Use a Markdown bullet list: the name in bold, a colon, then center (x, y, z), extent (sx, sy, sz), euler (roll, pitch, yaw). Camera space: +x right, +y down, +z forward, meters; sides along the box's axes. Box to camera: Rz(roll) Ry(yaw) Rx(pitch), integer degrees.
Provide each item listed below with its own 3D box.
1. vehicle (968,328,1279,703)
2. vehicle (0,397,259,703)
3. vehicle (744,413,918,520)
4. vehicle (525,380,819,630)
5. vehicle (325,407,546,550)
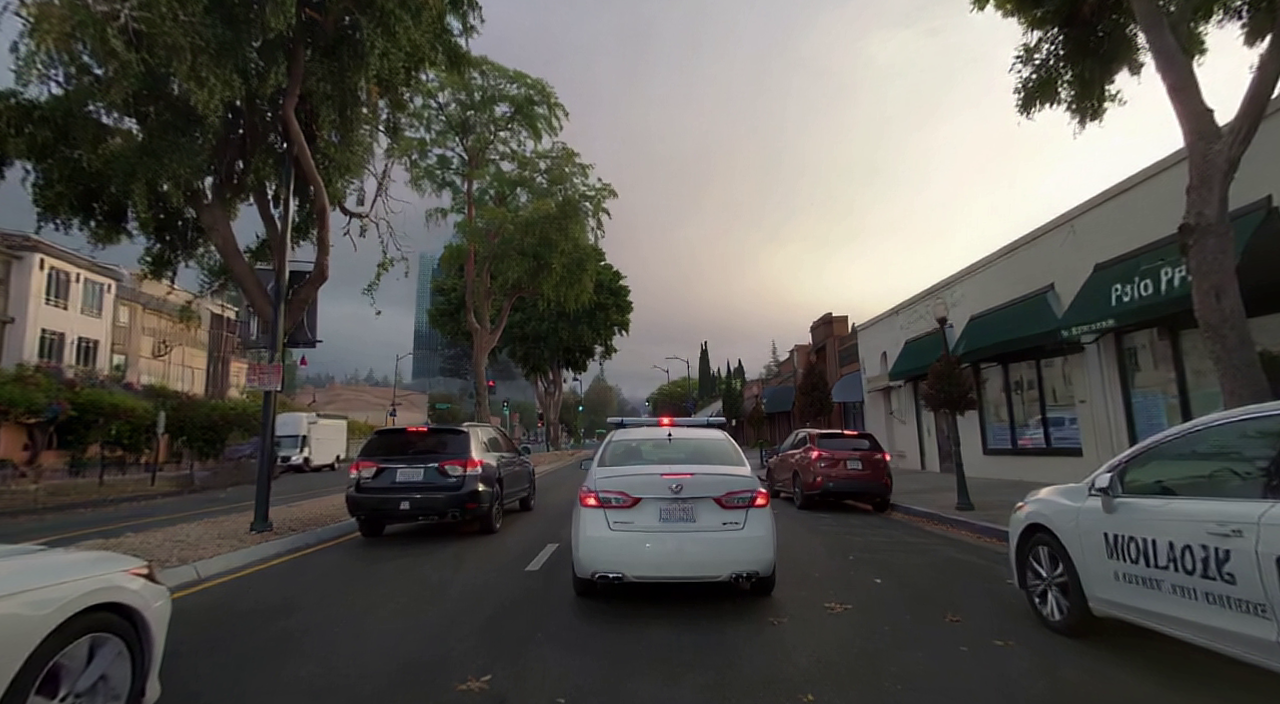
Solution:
- **vehicle**: center (4.067, 0.900, 3.288), extent (1.987, 1.877, 5.330), euler (2, -8, 2)
- **vehicle**: center (-2.892, 0.749, 1.030), extent (1.908, 1.474, 4.257), euler (0, -8, -1)
- **vehicle**: center (4.014, 2.545, 14.536), extent (2.038, 1.865, 5.786), euler (3, -9, -2)
- **vehicle**: center (0.219, 1.382, 6.563), extent (2.075, 1.770, 4.018), euler (0, -8, 0)
- **vehicle**: center (-2.957, 1.955, 10.385), extent (2.135, 1.806, 4.514), euler (0, -8, -1)
